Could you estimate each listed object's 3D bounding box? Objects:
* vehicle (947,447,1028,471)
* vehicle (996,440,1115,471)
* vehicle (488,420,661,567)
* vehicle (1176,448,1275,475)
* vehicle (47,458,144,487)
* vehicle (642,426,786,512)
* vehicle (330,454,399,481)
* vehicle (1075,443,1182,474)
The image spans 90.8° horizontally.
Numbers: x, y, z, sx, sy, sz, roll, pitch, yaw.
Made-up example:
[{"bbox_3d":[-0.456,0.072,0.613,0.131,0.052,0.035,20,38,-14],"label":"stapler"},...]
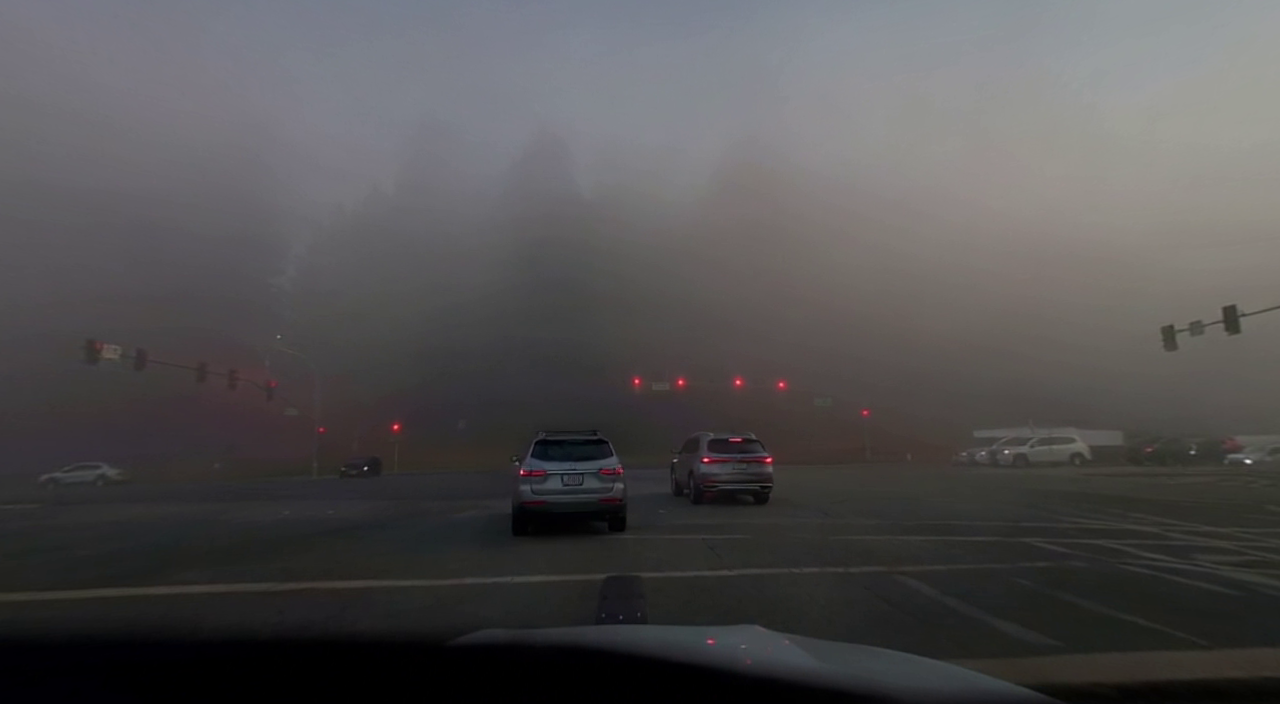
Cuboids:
[{"bbox_3d":[25.051,7.697,45.601,4.587,1.634,2.078,0,-9,0],"label":"vehicle"},{"bbox_3d":[26.060,6.511,39.801,5.895,1.921,2.150,0,-9,1],"label":"vehicle"},{"bbox_3d":[-1.043,1.979,9.624,2.039,1.698,4.144,1,-9,-8],"label":"vehicle"},{"bbox_3d":[35.951,6.714,38.850,4.446,1.530,1.728,0,-7,-2],"label":"vehicle"},{"bbox_3d":[-33.946,7.484,39.411,4.318,1.712,2.188,-2,-9,10],"label":"vehicle"},{"bbox_3d":[1.617,2.821,15.766,2.228,1.798,4.370,2,-9,-12],"label":"vehicle"},{"bbox_3d":[-17.614,7.378,40.441,3.771,1.593,1.789,-3,-9,20],"label":"vehicle"},{"bbox_3d":[27.524,6.005,35.697,4.322,1.595,1.752,-3,-9,9],"label":"vehicle"}]
